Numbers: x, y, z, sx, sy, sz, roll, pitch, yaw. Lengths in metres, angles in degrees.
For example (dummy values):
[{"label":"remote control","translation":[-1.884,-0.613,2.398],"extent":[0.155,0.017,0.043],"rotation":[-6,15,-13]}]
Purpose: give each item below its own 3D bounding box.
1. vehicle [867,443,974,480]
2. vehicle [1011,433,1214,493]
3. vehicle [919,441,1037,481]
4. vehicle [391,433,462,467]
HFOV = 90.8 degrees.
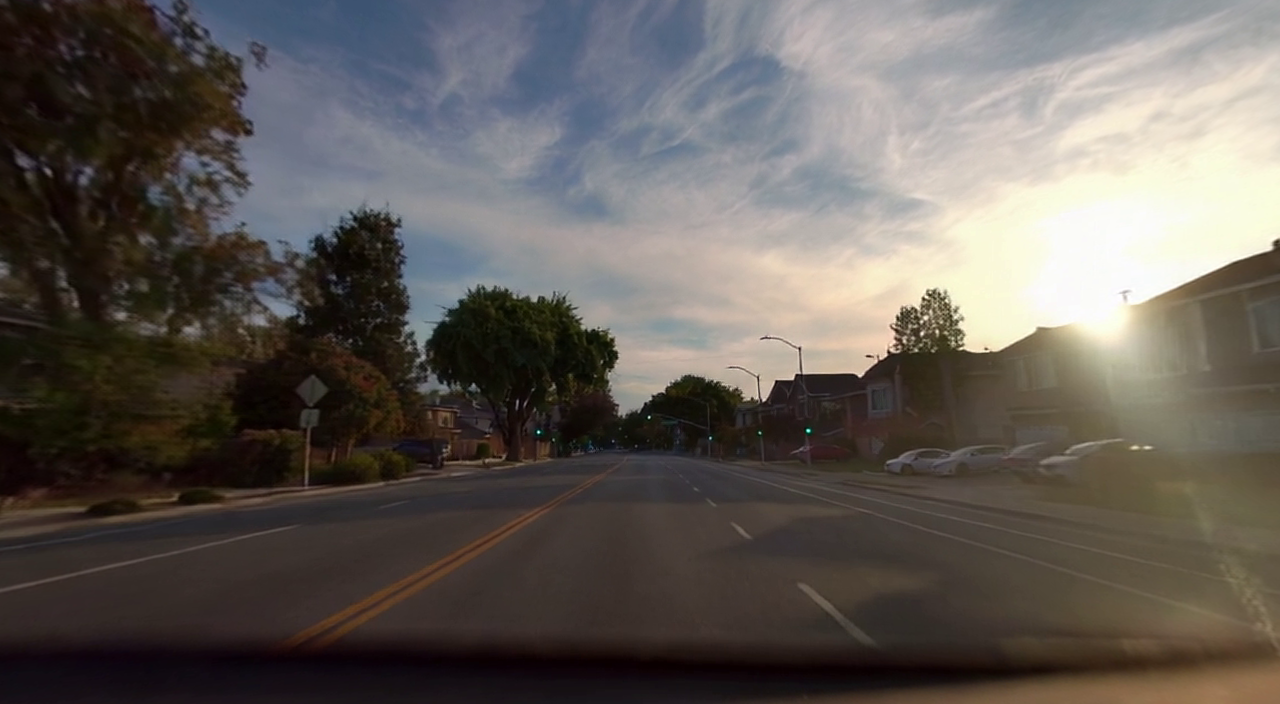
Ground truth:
[{"label":"vehicle","translation":[14.308,5.592,32.425],"extent":[4.466,1.578,1.968],"rotation":[-3,-7,0]},{"label":"vehicle","translation":[15.124,3.552,20.430],"extent":[4.854,1.803,2.179],"rotation":[1,-9,-4]},{"label":"vehicle","translation":[15.430,4.988,29.021],"extent":[4.234,1.491,1.940],"rotation":[-4,-7,1]},{"label":"vehicle","translation":[-15.170,7.050,45.404],"extent":[2.653,2.232,6.273],"rotation":[0,-9,2]}]
